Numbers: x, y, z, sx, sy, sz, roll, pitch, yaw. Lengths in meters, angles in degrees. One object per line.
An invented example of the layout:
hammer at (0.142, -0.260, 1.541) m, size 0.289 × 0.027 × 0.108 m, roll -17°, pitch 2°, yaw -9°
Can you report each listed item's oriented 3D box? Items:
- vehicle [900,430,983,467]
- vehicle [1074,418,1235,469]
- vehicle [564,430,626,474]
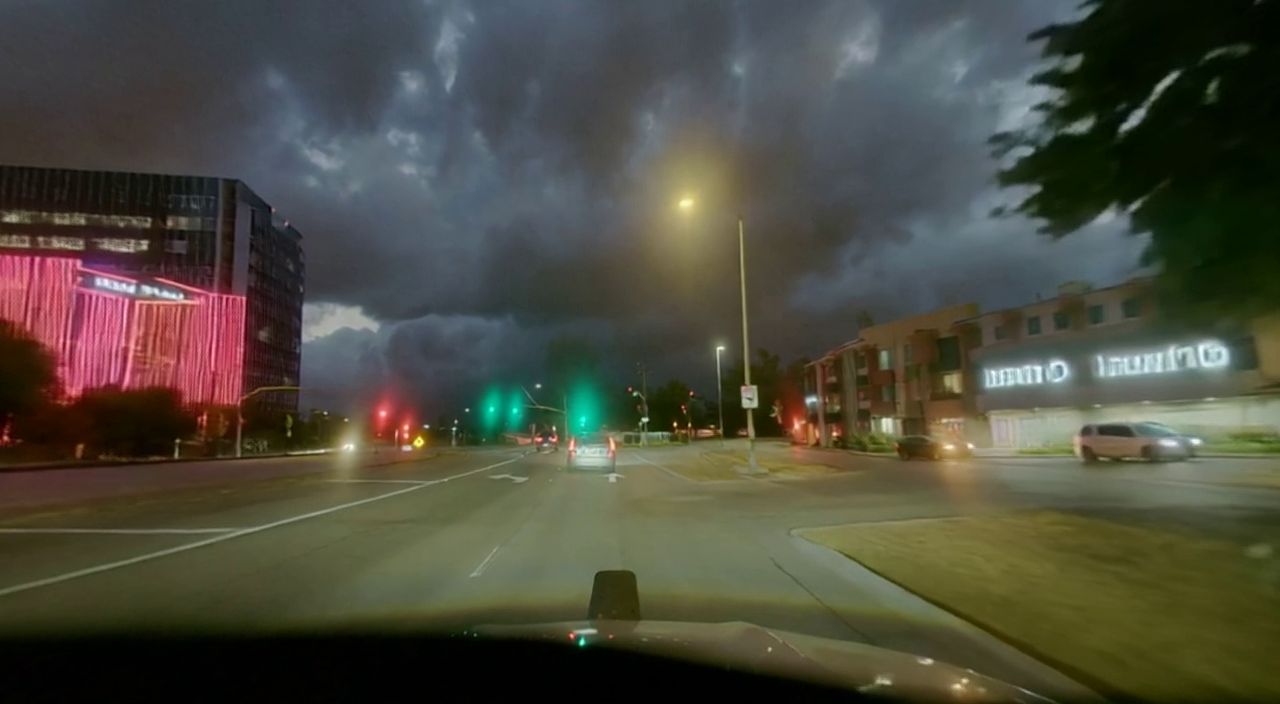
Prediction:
vehicle at (17.827, 5.797, 37.570) m, size 1.932 × 1.762 × 4.835 m, roll 1°, pitch -13°, yaw -9°
vehicle at (21.610, 3.869, 26.825) m, size 2.159 × 1.942 × 4.932 m, roll 2°, pitch -8°, yaw -11°
vehicle at (-1.789, 3.924, 24.885) m, size 2.231 × 1.572 × 4.227 m, roll 1°, pitch -8°, yaw -5°
